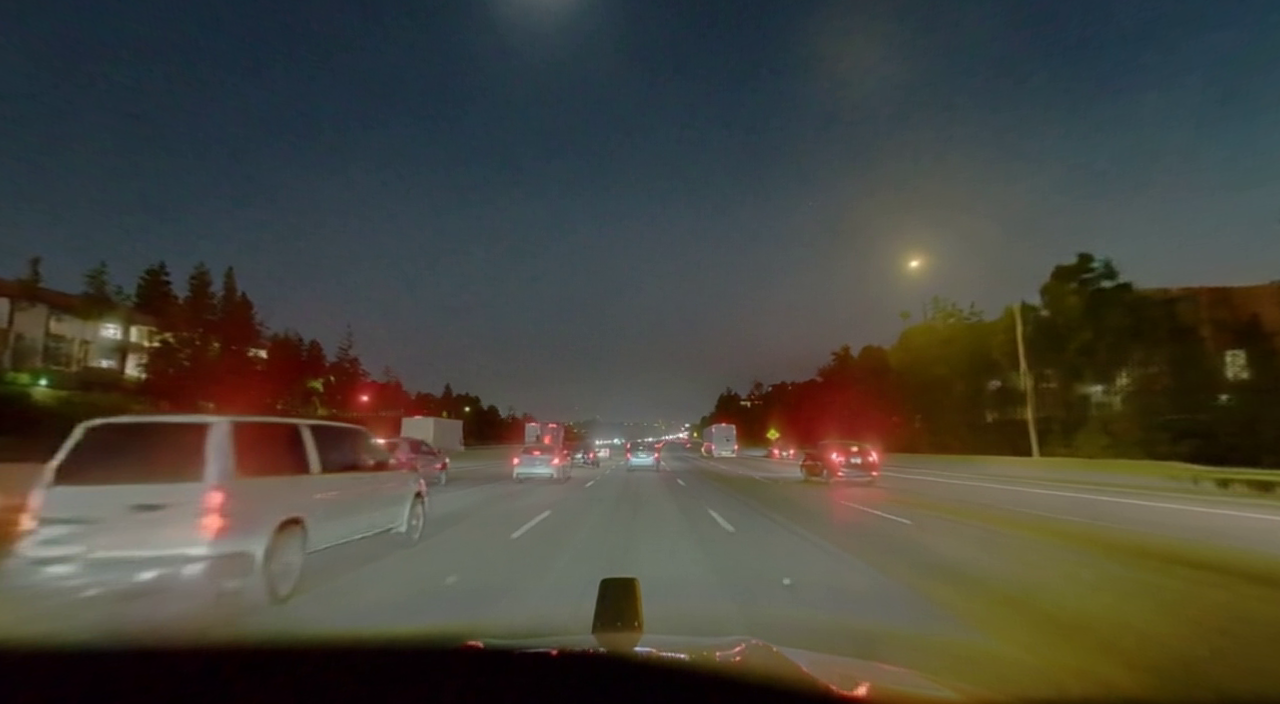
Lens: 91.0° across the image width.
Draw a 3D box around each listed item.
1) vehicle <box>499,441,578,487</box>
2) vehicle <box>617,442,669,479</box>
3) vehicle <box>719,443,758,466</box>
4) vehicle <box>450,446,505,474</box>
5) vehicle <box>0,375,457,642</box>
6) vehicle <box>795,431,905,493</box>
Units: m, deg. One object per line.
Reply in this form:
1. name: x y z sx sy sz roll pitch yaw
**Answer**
1. vehicle: -3.472 3.940 22.417 2.025 1.449 4.190 0 -9 1
2. vehicle: 0.123 4.639 27.170 2.053 1.461 3.941 0 -9 0
3. vehicle: 6.544 6.822 42.023 1.895 1.488 4.254 0 -9 0
4. vehicle: -8.936 5.949 34.917 1.827 1.472 3.962 -1 -9 3
5. vehicle: -3.570 1.357 6.419 2.012 1.734 4.510 0 -9 0
6. vehicle: 6.550 3.477 20.222 1.992 1.745 4.329 0 -9 -1
